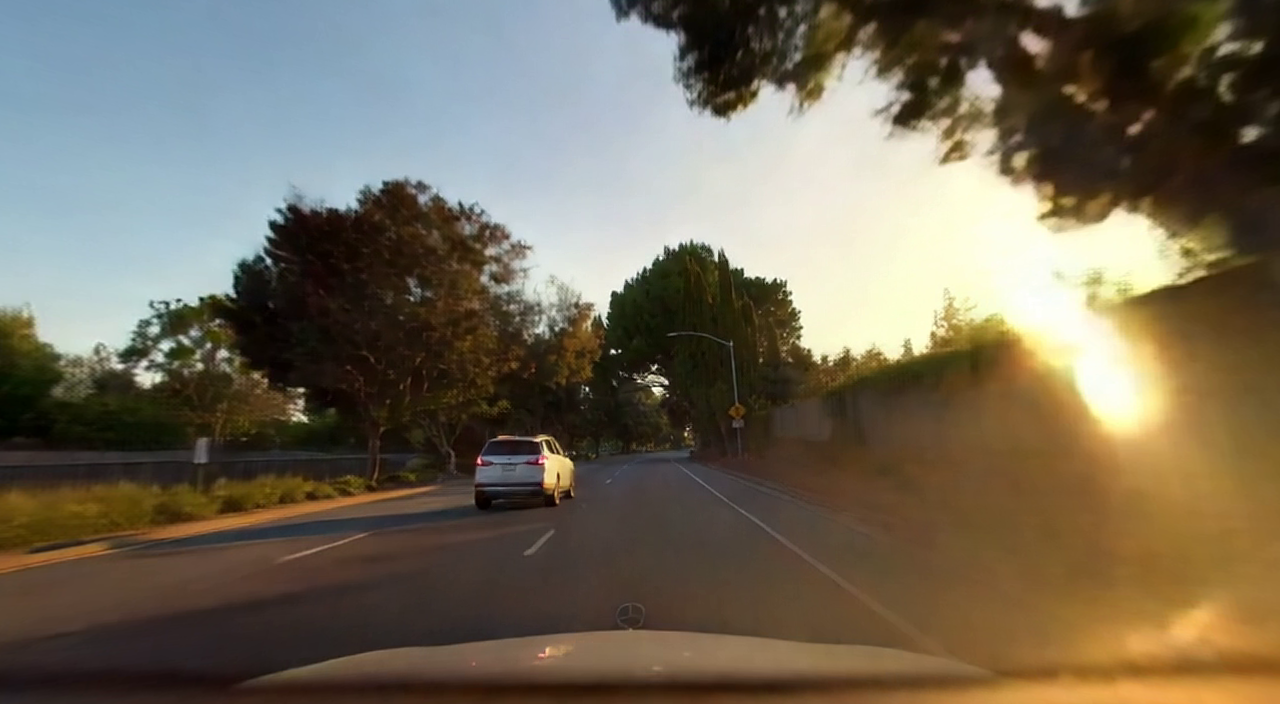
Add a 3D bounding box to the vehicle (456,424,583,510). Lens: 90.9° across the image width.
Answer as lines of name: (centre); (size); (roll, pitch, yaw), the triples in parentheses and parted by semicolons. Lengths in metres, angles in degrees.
vehicle: (-2.838, 2.838, 16.067); (2.160, 1.855, 4.695); (-1, -8, 2)
